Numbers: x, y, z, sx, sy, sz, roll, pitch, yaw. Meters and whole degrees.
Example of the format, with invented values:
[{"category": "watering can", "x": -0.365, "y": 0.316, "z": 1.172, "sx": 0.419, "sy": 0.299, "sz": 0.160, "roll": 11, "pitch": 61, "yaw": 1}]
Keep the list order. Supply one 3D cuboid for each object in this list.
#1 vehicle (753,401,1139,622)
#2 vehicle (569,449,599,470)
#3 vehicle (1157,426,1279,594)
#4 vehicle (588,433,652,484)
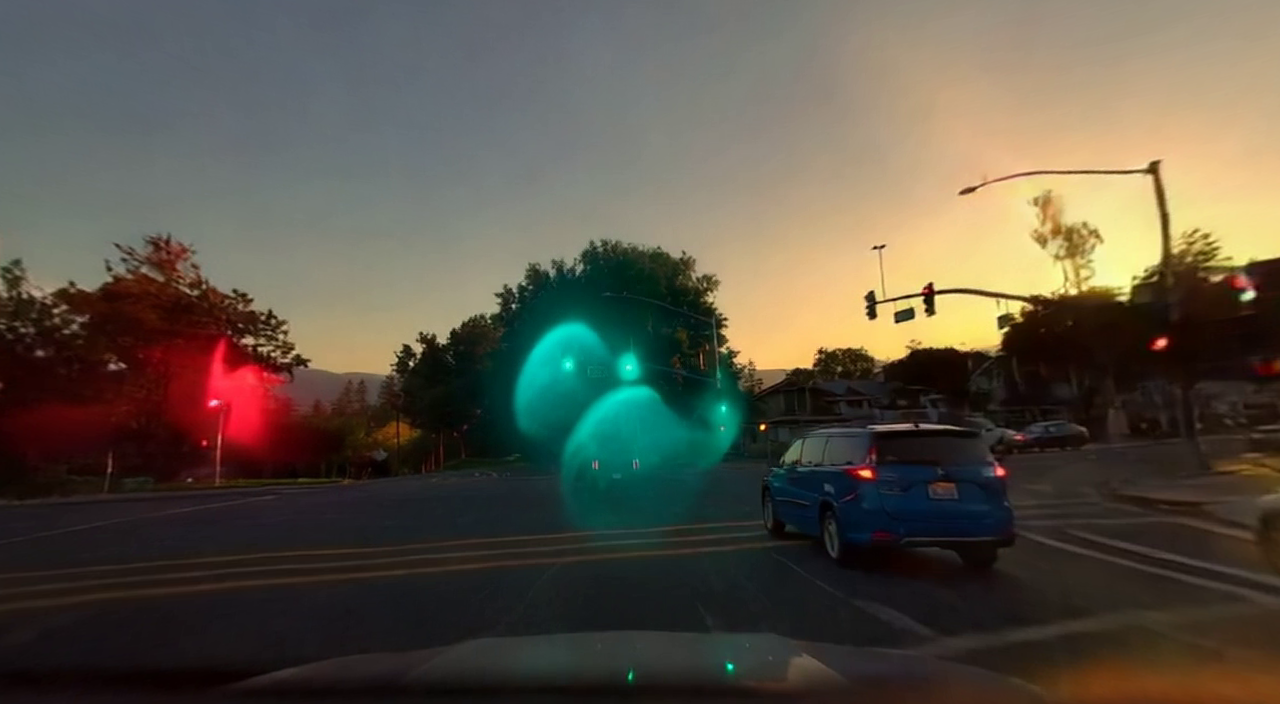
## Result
[{"category": "vehicle", "x": 2.782, "y": 1.562, "z": 7.222, "sx": 2.024, "sy": 1.686, "sz": 4.588, "roll": 0, "pitch": -8, "yaw": -1}, {"category": "vehicle", "x": -4.282, "y": 8.145, "z": 48.047, "sx": 1.887, "sy": 1.458, "sz": 4.275, "roll": 1, "pitch": -9, "yaw": -10}, {"category": "vehicle", "x": 6.707, "y": 1.232, "z": 4.427, "sx": 2.124, "sy": 1.474, "sz": 4.880, "roll": 0, "pitch": -8, "yaw": 2}, {"category": "vehicle", "x": -0.901, "y": 4.192, "z": 25.174, "sx": 2.185, "sy": 1.822, "sz": 4.583, "roll": 1, "pitch": -8, "yaw": -7}]
